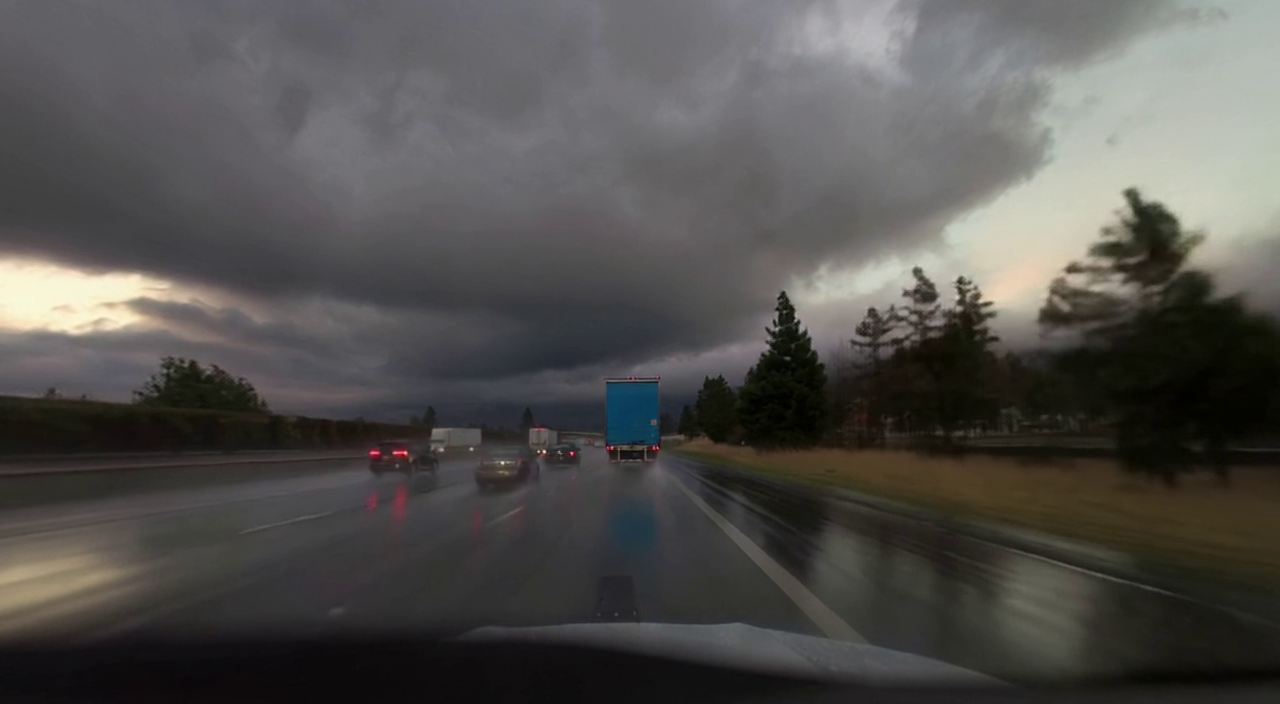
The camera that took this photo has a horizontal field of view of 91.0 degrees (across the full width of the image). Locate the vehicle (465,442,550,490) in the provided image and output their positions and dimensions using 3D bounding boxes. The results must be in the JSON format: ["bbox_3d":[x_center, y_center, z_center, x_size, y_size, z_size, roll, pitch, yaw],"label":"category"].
[{"bbox_3d":[-4.686,4.077,22.900,2.164,1.582,3.979,0,-8,0],"label":"vehicle"}]

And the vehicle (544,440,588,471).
[{"bbox_3d":[-4.368,6.182,37.830,2.158,1.680,4.087,0,-8,0],"label":"vehicle"}]

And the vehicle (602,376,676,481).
[{"bbox_3d":[-0.265,3.782,30.270,2.913,4.113,10.724,0,-8,-2],"label":"vehicle"}]

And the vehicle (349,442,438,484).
[{"bbox_3d":[-10.058,4.521,26.056,1.952,1.590,4.090,-1,-8,1],"label":"vehicle"}]
